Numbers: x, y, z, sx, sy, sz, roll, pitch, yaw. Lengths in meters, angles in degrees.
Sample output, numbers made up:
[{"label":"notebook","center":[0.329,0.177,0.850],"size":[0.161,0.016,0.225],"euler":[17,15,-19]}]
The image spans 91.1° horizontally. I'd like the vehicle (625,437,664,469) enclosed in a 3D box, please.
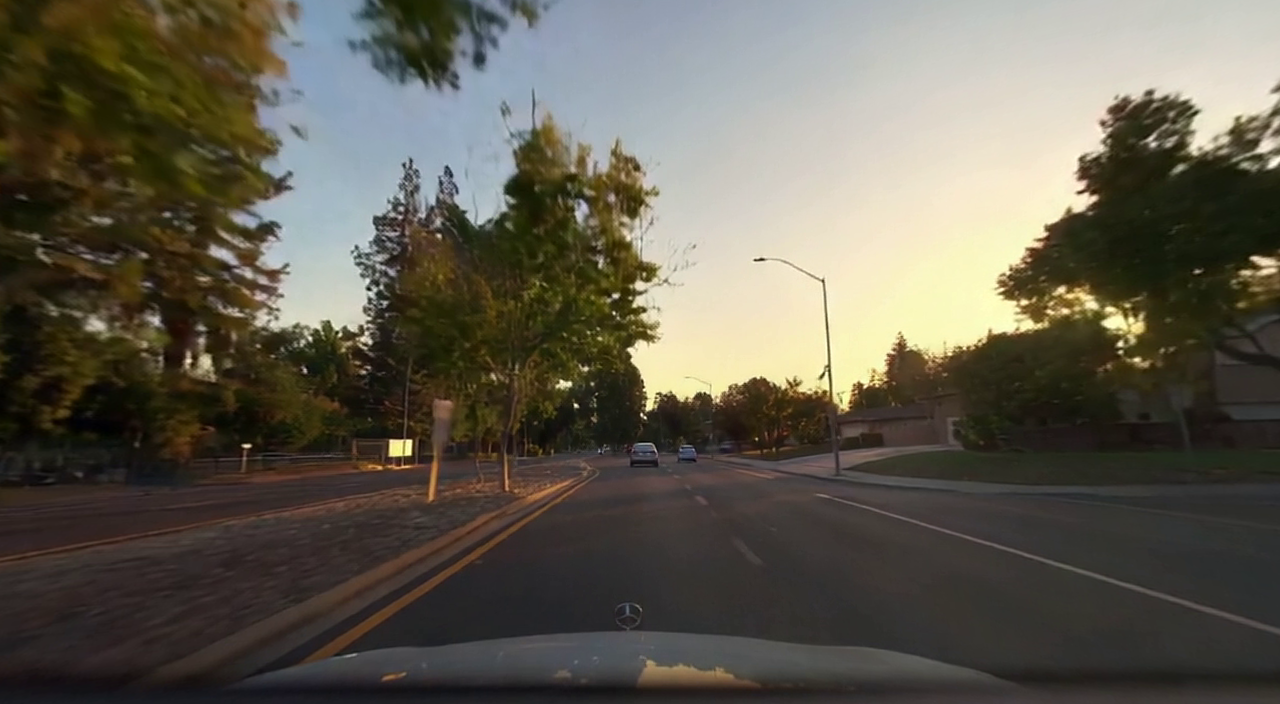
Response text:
[{"label":"vehicle","center":[0.207,6.010,37.488],"size":[2.165,1.783,4.391],"euler":[1,-9,-1]}]
